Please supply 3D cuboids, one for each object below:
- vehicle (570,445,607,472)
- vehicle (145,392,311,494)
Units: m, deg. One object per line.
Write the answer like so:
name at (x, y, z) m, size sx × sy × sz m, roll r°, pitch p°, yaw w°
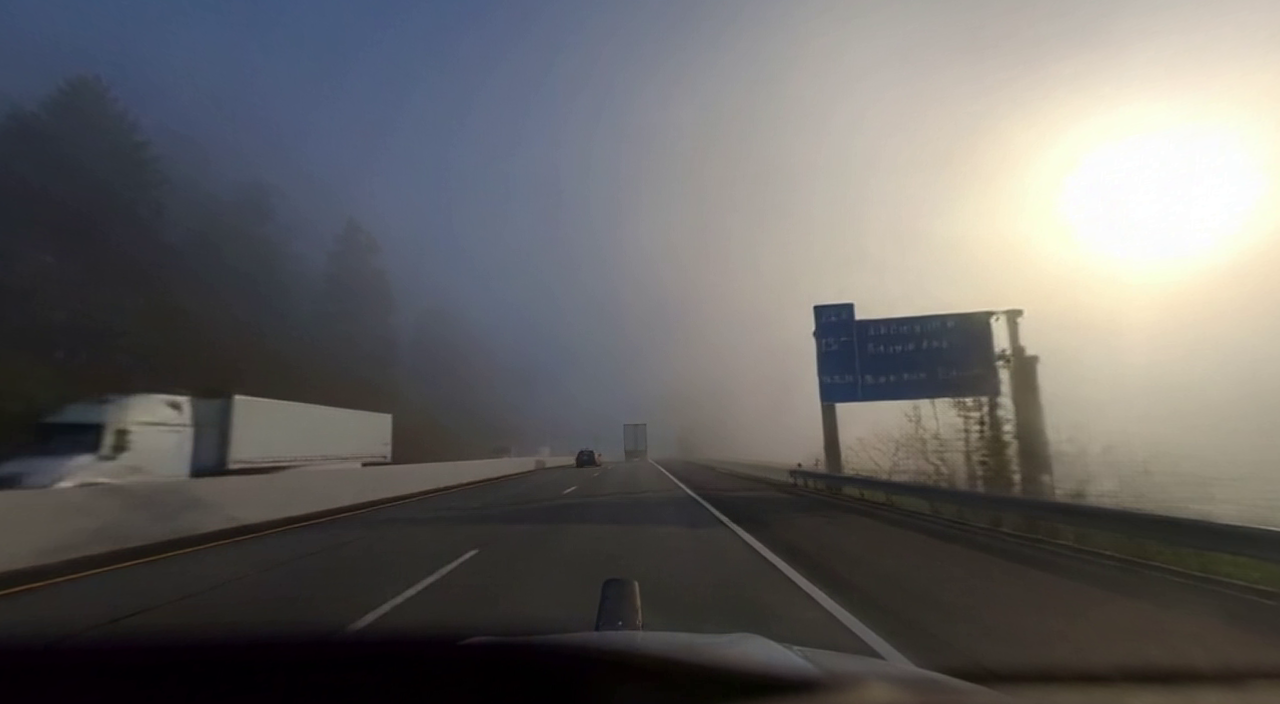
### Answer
vehicle at (-3.401, 7.095, 42.242) m, size 2.081 × 1.682 × 4.425 m, roll 0°, pitch -9°, yaw 0°
vehicle at (-17.236, 3.916, 27.032) m, size 3.005 × 3.872 × 5.858 m, roll 0°, pitch -9°, yaw 0°
